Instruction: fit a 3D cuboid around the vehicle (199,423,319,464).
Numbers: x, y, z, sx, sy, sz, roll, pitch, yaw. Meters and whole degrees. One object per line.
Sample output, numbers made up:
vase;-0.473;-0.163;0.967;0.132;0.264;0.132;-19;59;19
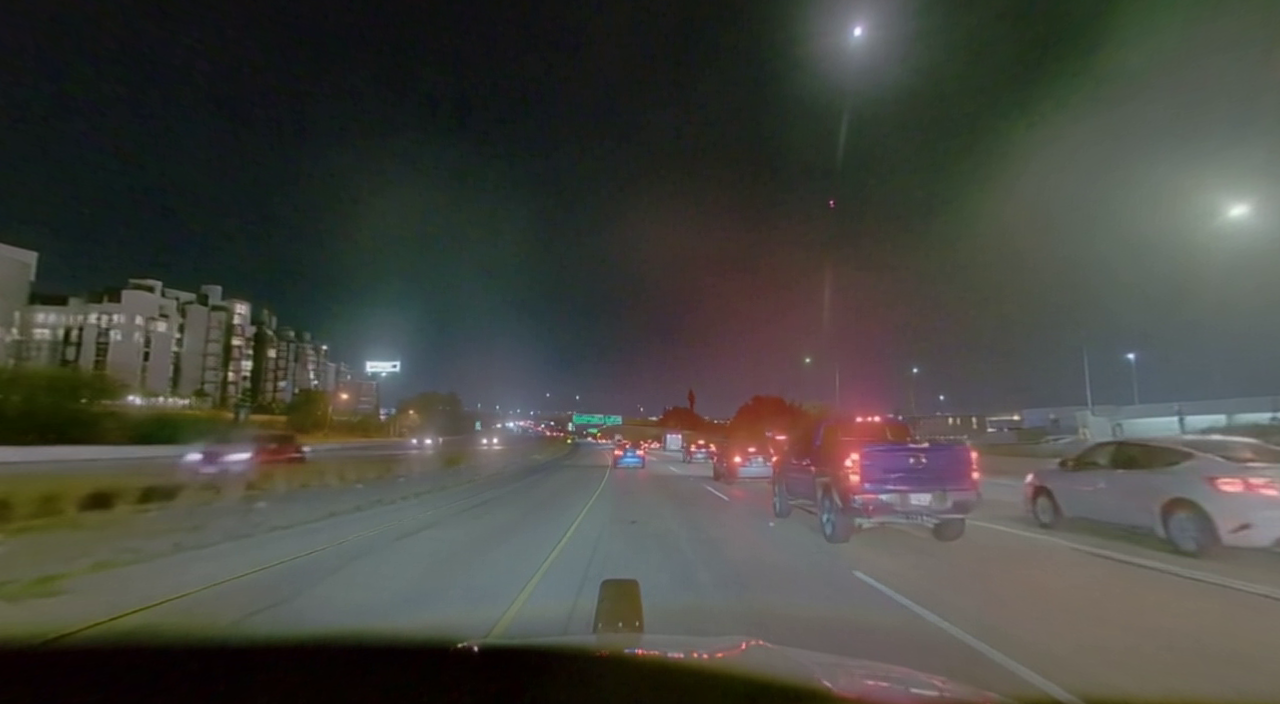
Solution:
vehicle;-15.265;3.724;25.706;1.974;1.493;4.796;0;-8;-1

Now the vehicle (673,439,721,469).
vehicle;3.132;5.740;35.750;2.057;1.517;4.538;0;-8;-3

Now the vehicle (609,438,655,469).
vehicle;-0.456;5.396;33.680;2.266;1.549;3.978;0;-8;-2

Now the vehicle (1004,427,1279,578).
vehicle;7.360;1.834;8.593;1.960;1.496;4.705;0;-8;-1

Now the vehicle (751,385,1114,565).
vehicle;4.000;1.927;10.857;2.747;2.061;7.011;0;-8;-1

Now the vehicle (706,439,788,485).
vehicle;3.652;3.862;22.564;1.923;1.462;4.895;0;-8;-2
